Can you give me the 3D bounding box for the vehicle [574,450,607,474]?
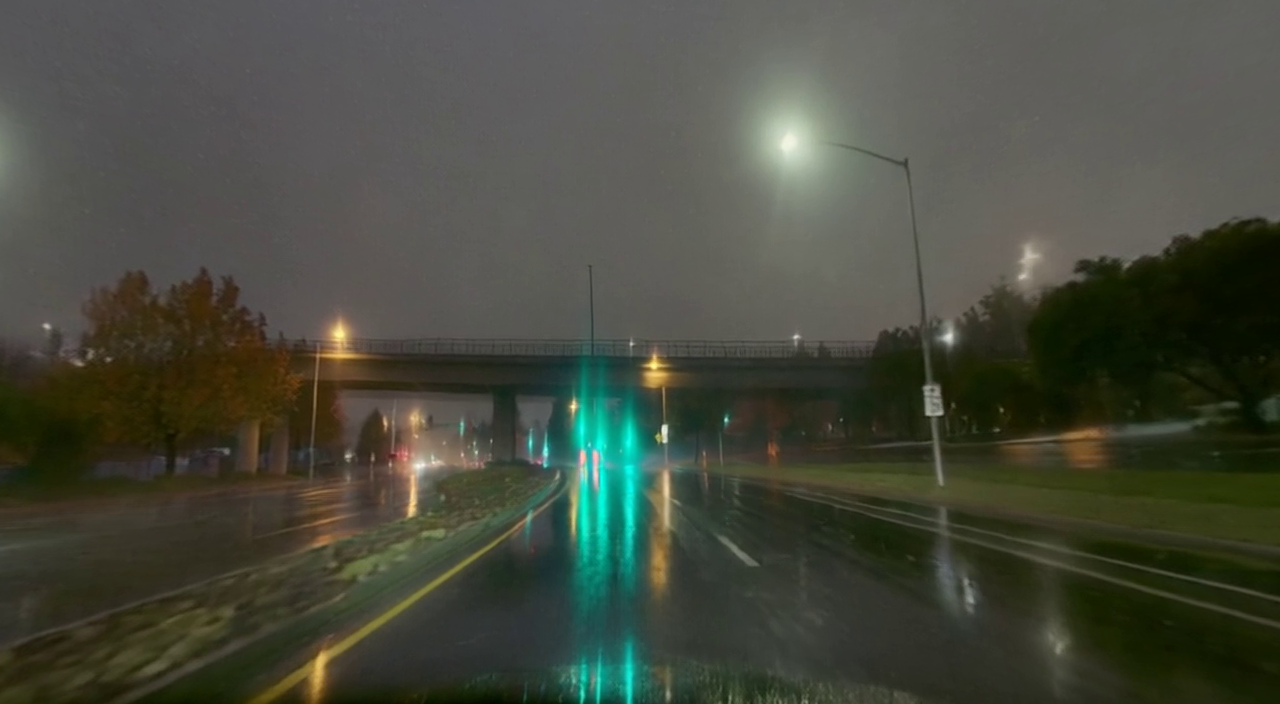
[{"bbox_3d":[-3.901,8.532,49.368,2.184,1.713,4.231,1,-9,-9],"label":"vehicle"}]
